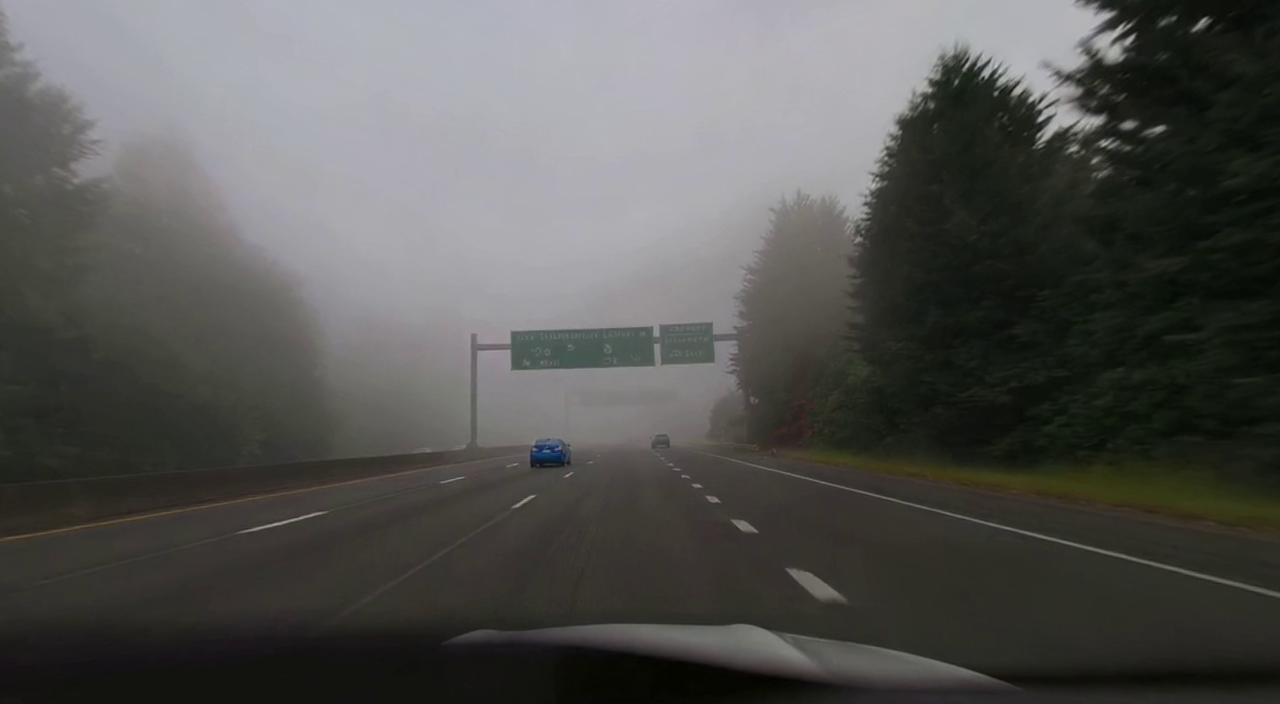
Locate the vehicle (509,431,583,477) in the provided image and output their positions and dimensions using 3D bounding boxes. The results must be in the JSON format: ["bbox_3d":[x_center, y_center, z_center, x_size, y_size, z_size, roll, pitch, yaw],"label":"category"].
[{"bbox_3d":[-3.262,3.605,22.627,2.000,1.491,3.913,0,-8,1],"label":"vehicle"}]
